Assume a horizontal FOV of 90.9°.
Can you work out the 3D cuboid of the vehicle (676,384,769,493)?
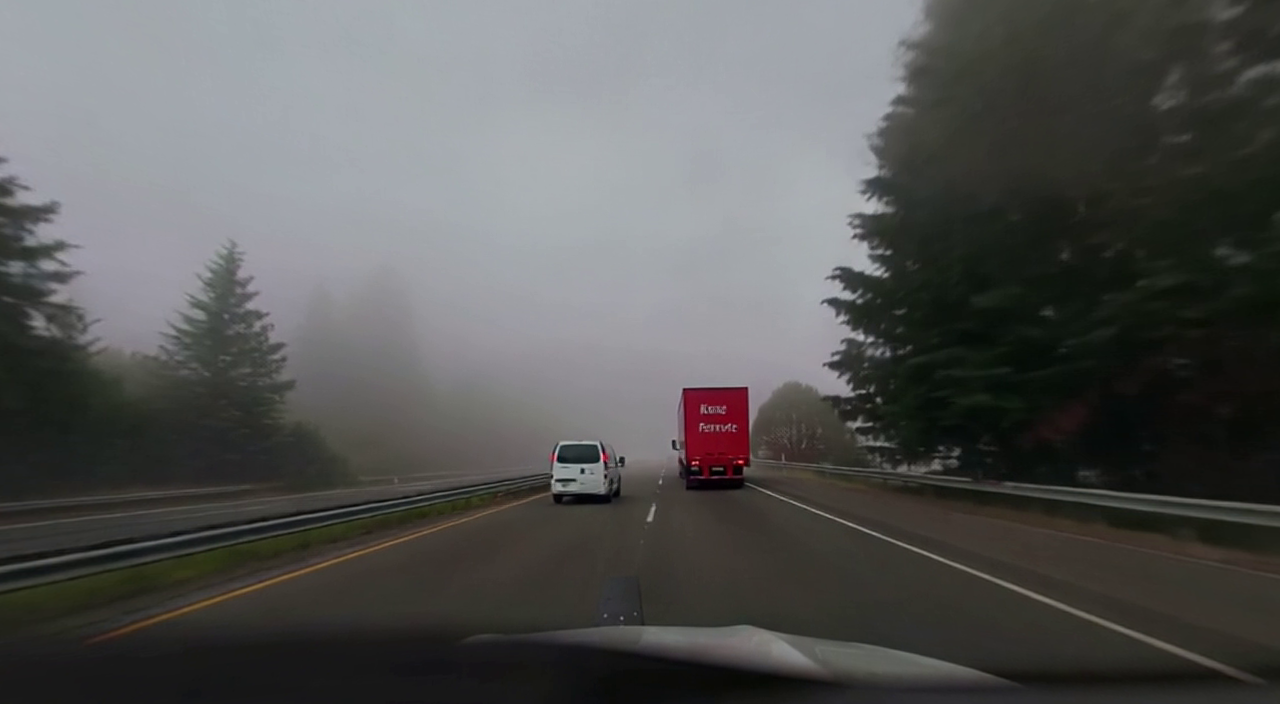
[{"bbox_3d":[3.388,4.173,29.568,3.030,3.985,12.707,0,-9,2],"label":"vehicle"}]

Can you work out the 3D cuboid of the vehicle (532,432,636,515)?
[{"bbox_3d":[-1.297,3.119,16.561,2.105,1.865,4.102,-1,-9,4],"label":"vehicle"}]
